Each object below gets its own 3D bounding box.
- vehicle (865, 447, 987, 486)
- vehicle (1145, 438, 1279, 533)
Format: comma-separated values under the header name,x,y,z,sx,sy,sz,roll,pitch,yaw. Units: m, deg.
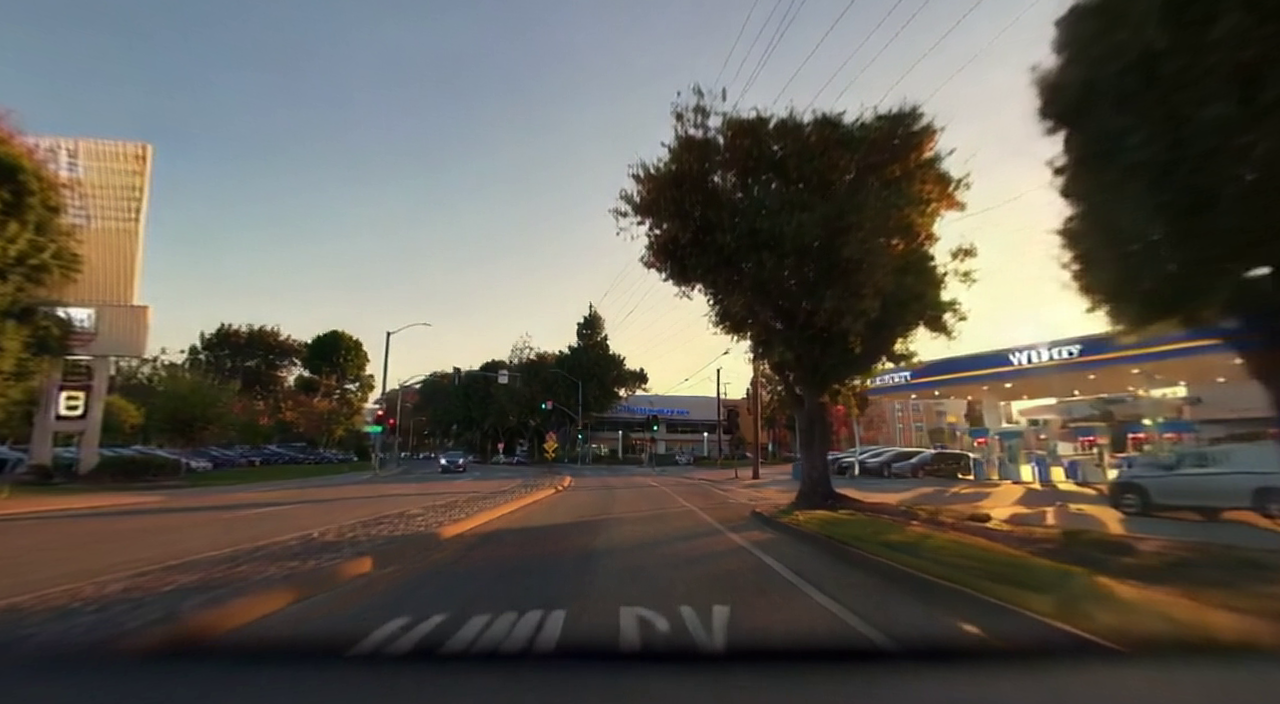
name,x,y,z,sx,sy,sz,roll,pitch,yaw
vehicle,13.999,5.633,31.171,4.996,1.720,2.027,1,-8,2
vehicle,13.873,2.992,14.550,2.086,1.845,4.694,-4,-11,22
